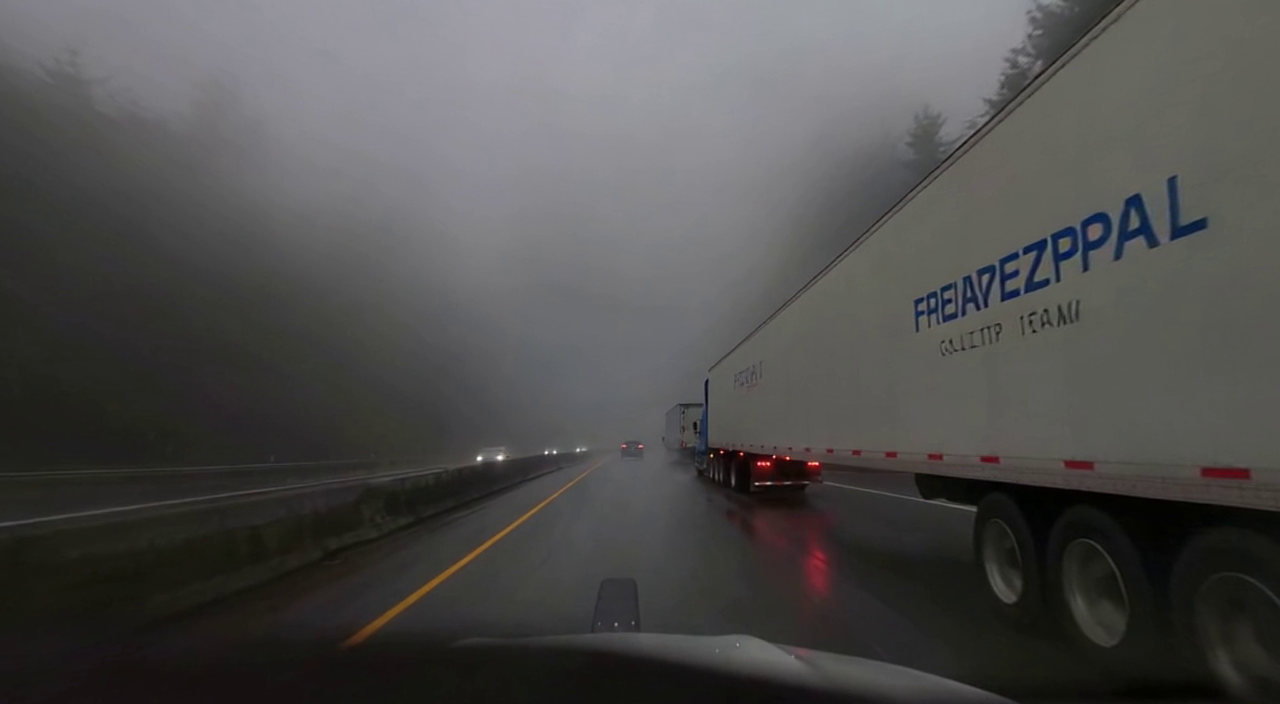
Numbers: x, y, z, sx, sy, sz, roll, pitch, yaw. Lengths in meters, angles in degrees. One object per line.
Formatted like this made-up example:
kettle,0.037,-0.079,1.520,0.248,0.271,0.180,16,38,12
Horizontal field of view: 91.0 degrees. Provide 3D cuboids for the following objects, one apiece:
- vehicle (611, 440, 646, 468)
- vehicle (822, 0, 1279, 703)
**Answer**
vehicle,-0.632,5.906,36.664,1.943,1.491,3.459,-1,-8,0
vehicle,4.254,-0.045,4.648,2.853,4.086,9.078,0,-8,-1
